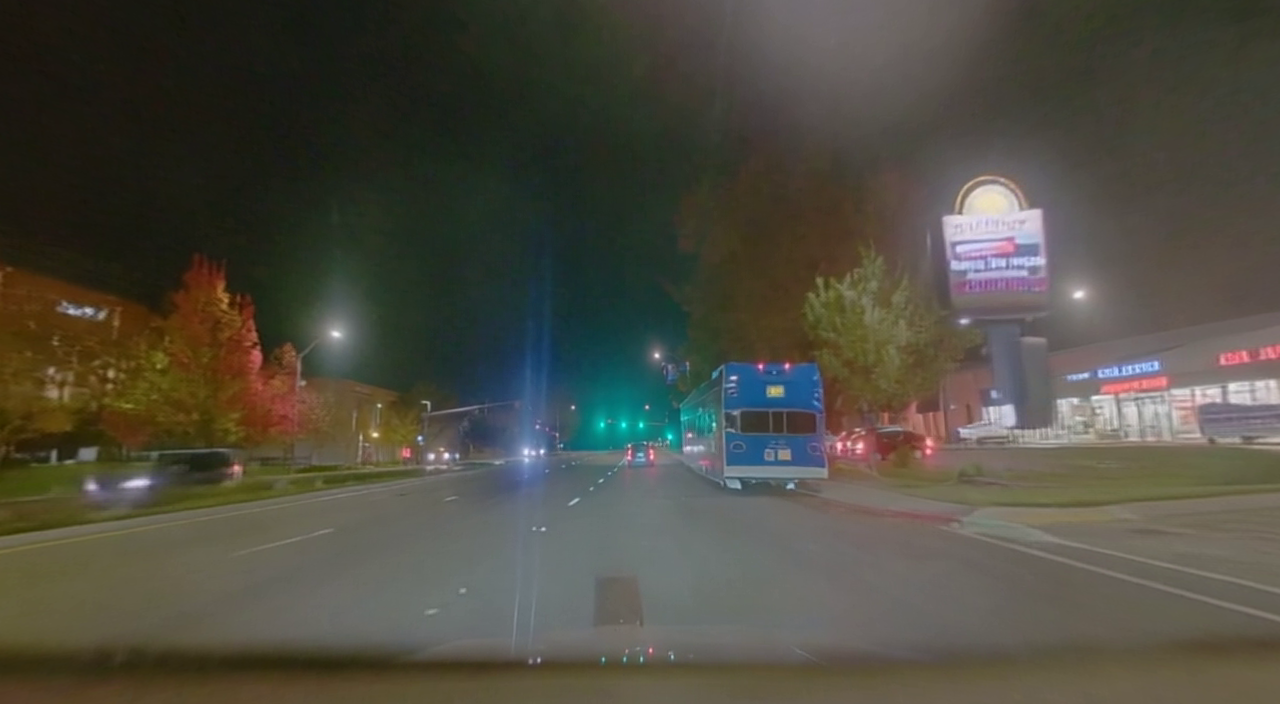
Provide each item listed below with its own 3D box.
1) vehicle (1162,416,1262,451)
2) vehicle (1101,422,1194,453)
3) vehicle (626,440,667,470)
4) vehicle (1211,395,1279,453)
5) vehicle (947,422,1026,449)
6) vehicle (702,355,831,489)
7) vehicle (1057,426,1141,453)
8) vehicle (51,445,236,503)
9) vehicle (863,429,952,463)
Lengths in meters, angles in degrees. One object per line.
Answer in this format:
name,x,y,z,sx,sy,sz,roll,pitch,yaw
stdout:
vehicle,26.994,3.900,29.812,4.363,1.534,1.914,4,-10,-27
vehicle,26.189,4.431,32.602,4.196,1.520,1.953,4,-9,-25
vehicle,0.298,5.642,34.787,2.103,1.506,4.742,0,-9,0
vehicle,25.961,3.020,25.883,5.146,2.180,2.306,5,-10,-33
vehicle,26.805,6.501,48.843,5.775,1.921,2.339,4,-10,-26
vehicle,4.086,2.650,22.711,2.896,3.921,8.415,0,-9,0
vehicle,25.946,4.951,35.682,4.328,1.475,1.918,4,-10,-27
vehicle,-14.530,3.557,18.903,1.836,1.498,4.518,0,-9,0
vehicle,13.984,4.929,33.076,4.037,1.538,1.912,-7,-10,26
